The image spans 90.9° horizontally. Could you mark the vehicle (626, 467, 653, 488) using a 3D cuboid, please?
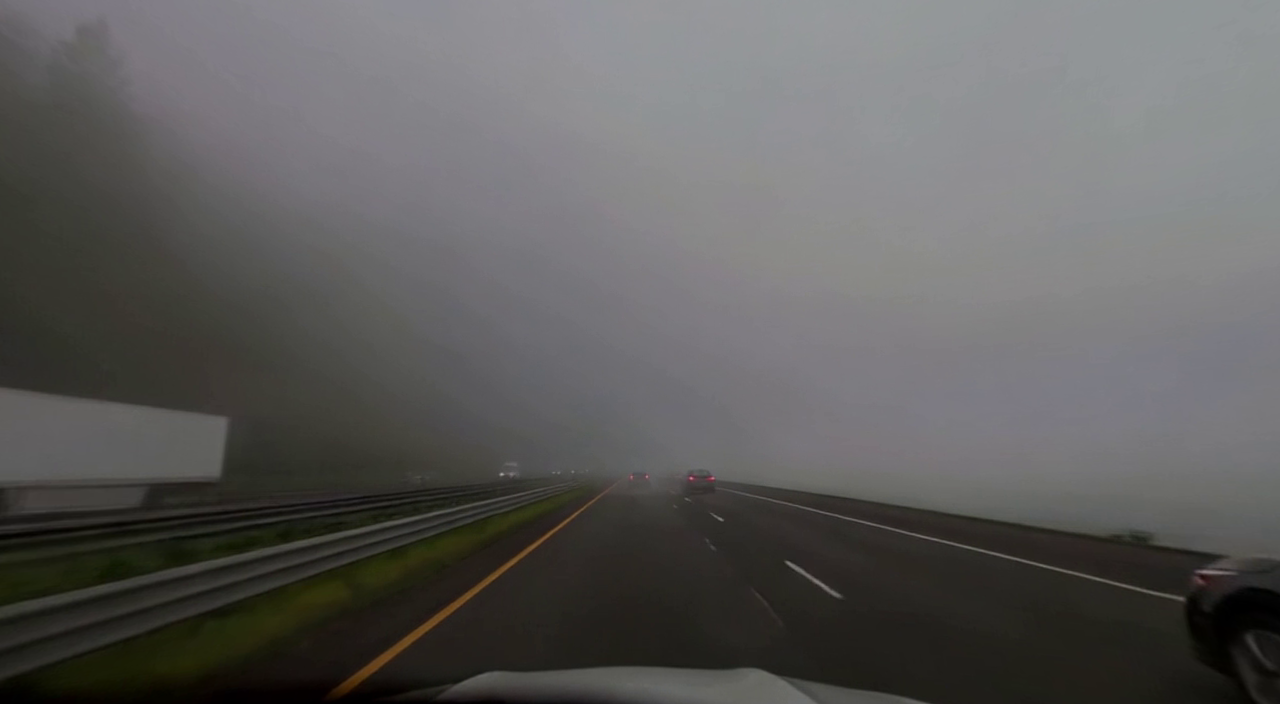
[{"bbox_3d":[-0.056,9.500,47.932,1.980,1.483,3.865,1,-11,-1],"label":"vehicle"}]

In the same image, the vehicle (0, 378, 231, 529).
[{"bbox_3d":[-19.589,3.562,21.492,3.219,4.058,14.151,2,-11,-6],"label":"vehicle"}]

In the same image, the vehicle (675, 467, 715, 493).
[{"bbox_3d":[3.311,7.812,38.701,1.976,1.467,3.783,1,-11,-3],"label":"vehicle"}]

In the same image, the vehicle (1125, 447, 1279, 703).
[{"bbox_3d":[3.987,0.872,1.277,2.018,1.426,4.941,1,-11,-1],"label":"vehicle"}]
